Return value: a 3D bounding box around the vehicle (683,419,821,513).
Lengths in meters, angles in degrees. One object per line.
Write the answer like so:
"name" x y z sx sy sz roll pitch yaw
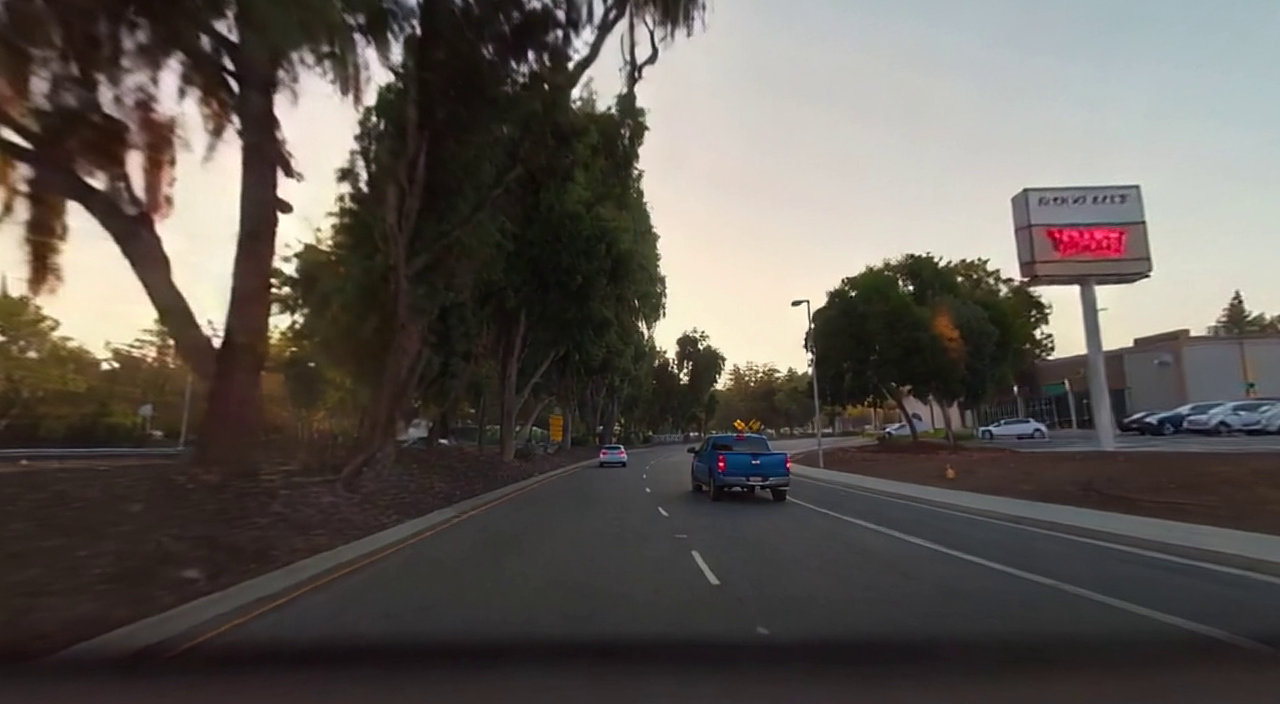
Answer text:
"vehicle" 2.524 2.805 15.999 2.367 1.919 5.651 1 -9 -1

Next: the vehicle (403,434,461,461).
"vehicle" -14.224 6.584 43.311 2.088 1.718 4.798 0 -9 4

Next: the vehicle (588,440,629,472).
"vehicle" -1.604 5.419 33.054 1.968 1.521 4.262 1 -9 -1
